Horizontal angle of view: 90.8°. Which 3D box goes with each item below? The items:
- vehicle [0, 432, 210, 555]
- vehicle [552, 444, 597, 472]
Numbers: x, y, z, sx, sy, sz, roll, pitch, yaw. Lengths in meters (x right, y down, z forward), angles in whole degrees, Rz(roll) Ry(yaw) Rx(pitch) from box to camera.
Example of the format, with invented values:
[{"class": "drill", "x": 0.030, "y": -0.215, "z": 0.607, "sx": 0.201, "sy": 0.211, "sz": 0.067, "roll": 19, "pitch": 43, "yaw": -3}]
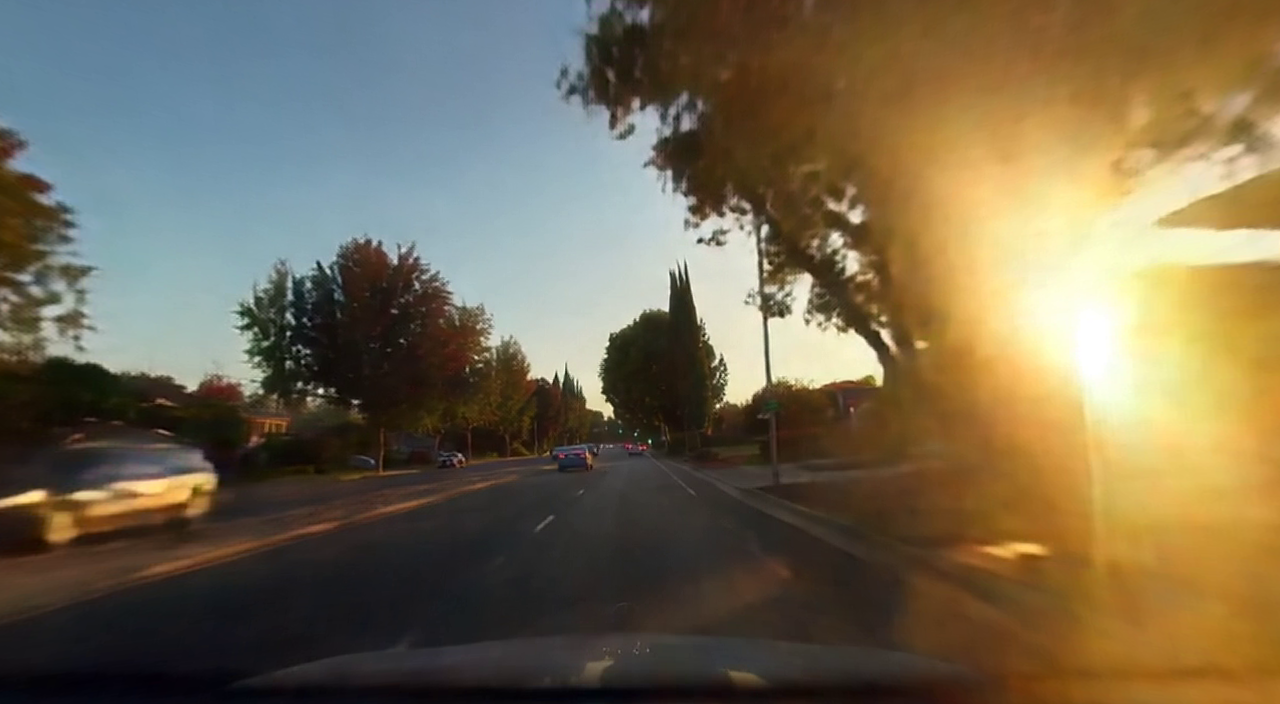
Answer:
[{"class": "vehicle", "x": -10.075, "y": 2.272, "z": 10.735, "sx": 2.168, "sy": 1.703, "sz": 4.753, "roll": 0, "pitch": -8, "yaw": 0}, {"class": "vehicle", "x": -3.520, "y": 5.757, "z": 34.593, "sx": 1.992, "sy": 1.447, "sz": 4.044, "roll": 0, "pitch": -8, "yaw": 0}]
